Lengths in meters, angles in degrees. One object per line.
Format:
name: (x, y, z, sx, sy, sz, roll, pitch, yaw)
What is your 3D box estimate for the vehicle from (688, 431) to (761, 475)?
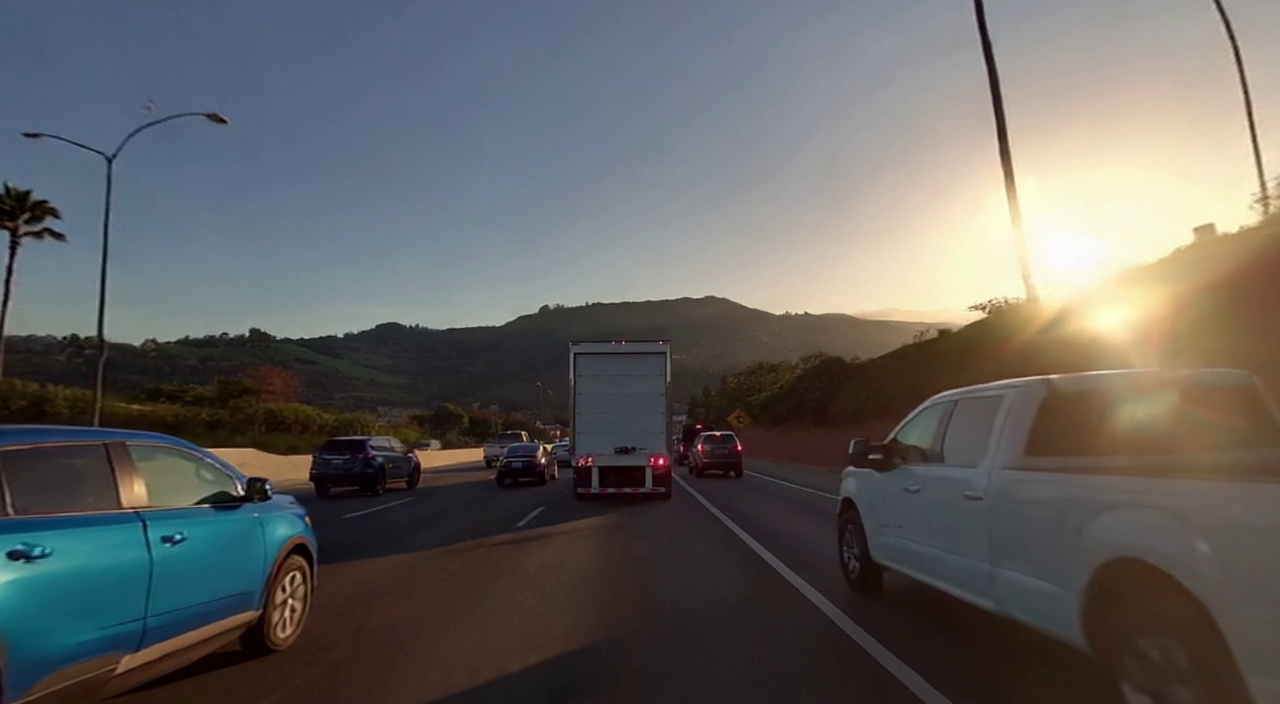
vehicle: (2.915, 3.626, 22.901, 1.859, 1.416, 4.695, 0, -8, -2)

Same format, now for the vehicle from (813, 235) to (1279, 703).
vehicle: (2.627, 0.813, 2.801, 2.098, 1.827, 5.538, 0, -8, 0)

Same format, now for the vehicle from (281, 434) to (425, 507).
vehicle: (-7.048, 2.929, 16.056, 1.766, 1.585, 4.094, 0, -8, -1)

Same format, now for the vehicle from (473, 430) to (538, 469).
vehicle: (-7.354, 5.414, 35.183, 2.344, 1.954, 5.579, -1, -8, 1)

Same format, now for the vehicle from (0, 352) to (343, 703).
vehicle: (-3.285, 0.931, 2.897, 1.885, 1.654, 4.103, 0, -8, -1)

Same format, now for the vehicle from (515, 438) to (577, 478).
vehicle: (-3.814, 4.366, 26.314, 1.874, 1.475, 4.328, 0, -8, 0)

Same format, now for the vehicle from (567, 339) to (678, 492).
vehicle: (-0.428, 2.441, 22.157, 2.906, 4.040, 10.743, 0, -8, 0)
